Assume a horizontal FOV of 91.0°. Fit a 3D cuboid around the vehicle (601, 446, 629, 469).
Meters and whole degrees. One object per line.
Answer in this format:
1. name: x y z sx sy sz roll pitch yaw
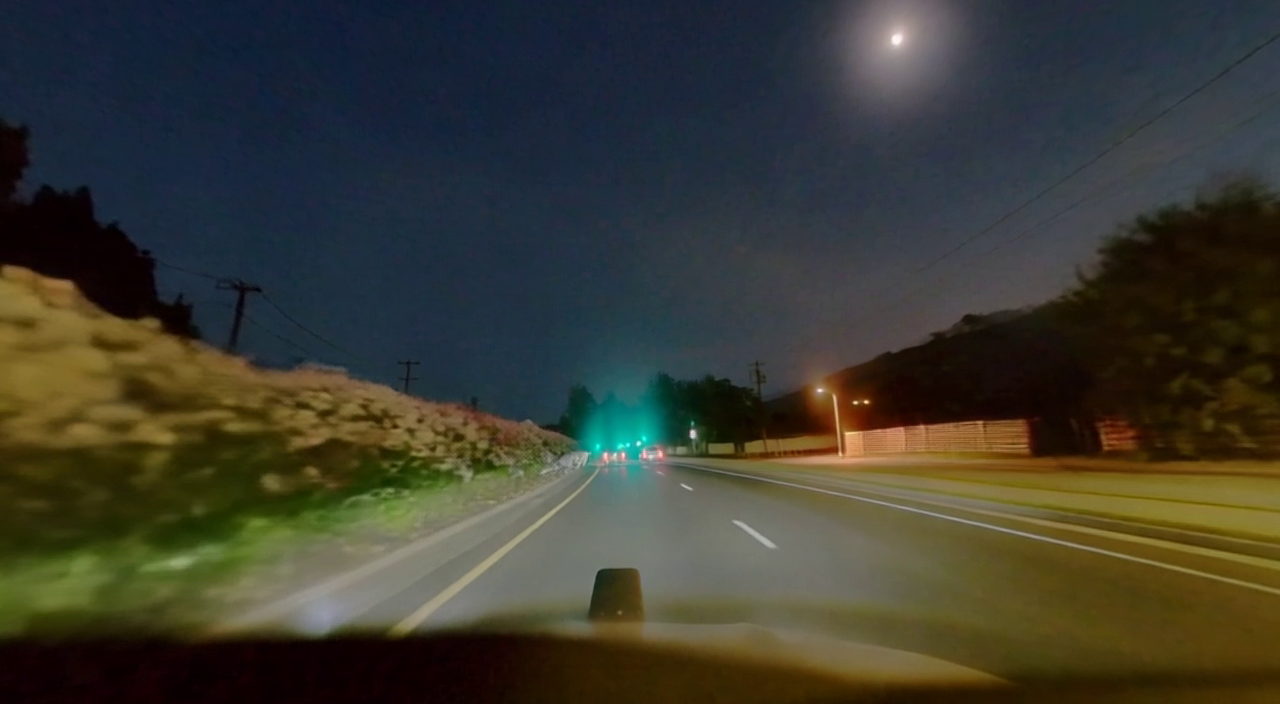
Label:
1. vehicle: -1.939 8.029 48.242 2.005 1.633 4.044 0 -8 -4
